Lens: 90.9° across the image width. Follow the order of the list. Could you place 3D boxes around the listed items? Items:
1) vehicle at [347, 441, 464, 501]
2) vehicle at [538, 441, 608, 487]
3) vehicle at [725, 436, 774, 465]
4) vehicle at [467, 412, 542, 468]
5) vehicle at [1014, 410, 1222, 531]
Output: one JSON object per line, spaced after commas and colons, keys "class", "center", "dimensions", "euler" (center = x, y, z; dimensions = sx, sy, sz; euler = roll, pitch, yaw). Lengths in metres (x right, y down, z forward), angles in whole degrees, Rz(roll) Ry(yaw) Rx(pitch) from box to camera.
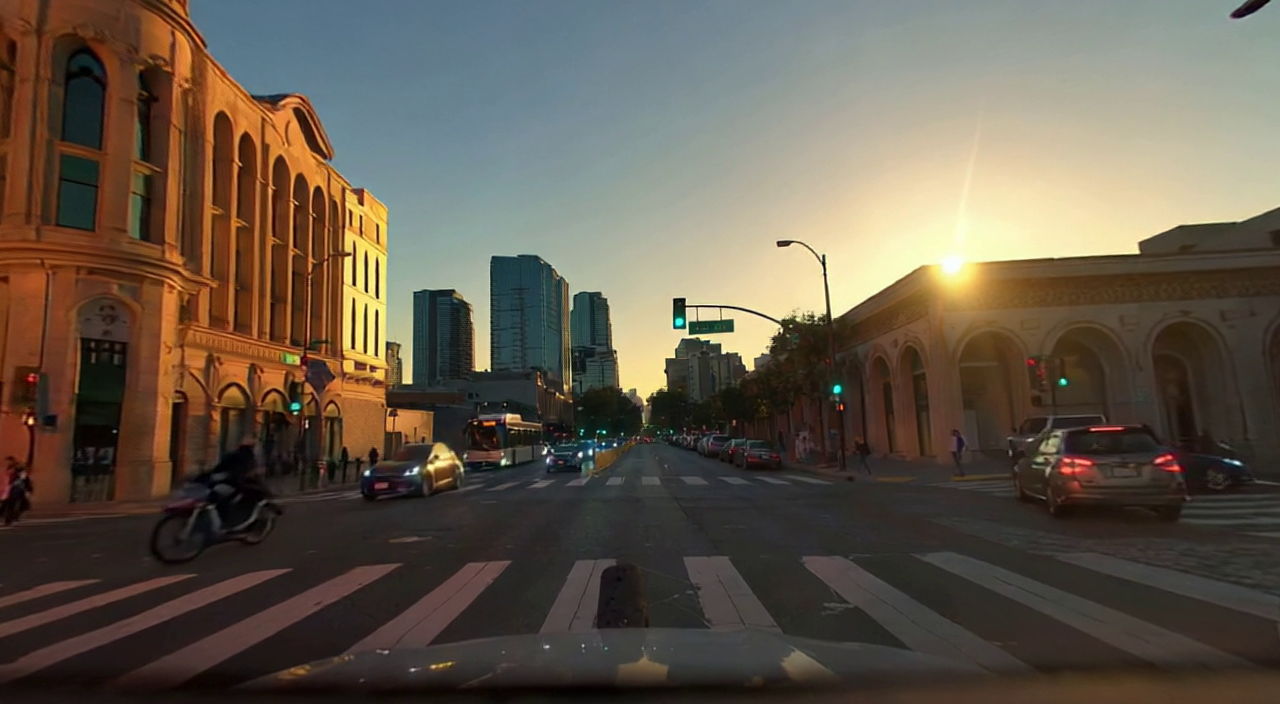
{"class": "vehicle", "center": [-6.605, 3.370, 18.283], "dimensions": [1.861, 1.508, 4.052], "euler": [0, -8, 0]}
{"class": "vehicle", "center": [-2.430, 3.808, 21.819], "dimensions": [1.904, 1.402, 4.759], "euler": [2, -9, -12]}
{"class": "vehicle", "center": [6.242, 5.647, 36.298], "dimensions": [1.926, 1.574, 3.961], "euler": [0, -8, -2]}
{"class": "vehicle", "center": [-8.938, 6.029, 42.977], "dimensions": [2.981, 3.391, 9.957], "euler": [0, -8, 0]}
{"class": "vehicle", "center": [7.532, 1.858, 10.517], "dimensions": [1.912, 1.505, 4.889], "euler": [-4, -9, 28]}
